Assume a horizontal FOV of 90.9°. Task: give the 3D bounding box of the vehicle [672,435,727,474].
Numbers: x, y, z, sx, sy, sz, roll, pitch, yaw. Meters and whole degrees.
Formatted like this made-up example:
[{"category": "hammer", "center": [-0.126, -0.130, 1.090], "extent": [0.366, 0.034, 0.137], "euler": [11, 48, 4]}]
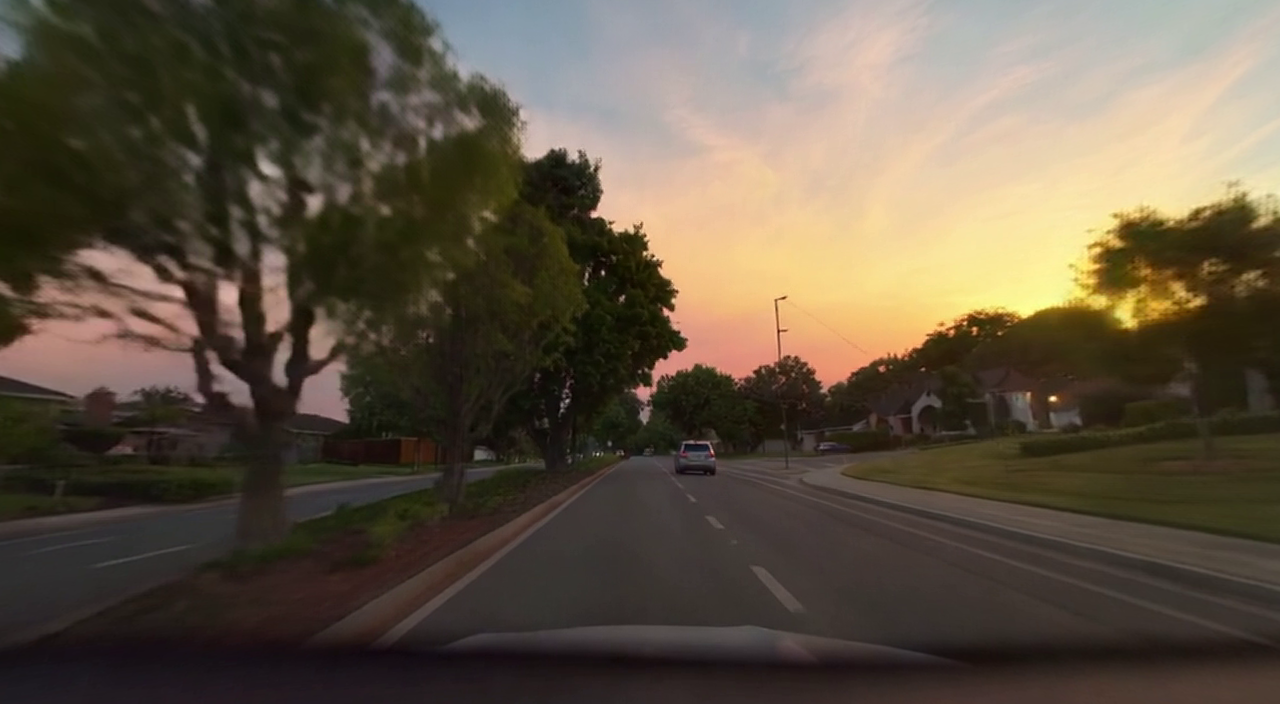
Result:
[{"category": "vehicle", "center": [2.835, 5.040, 31.160], "extent": [2.180, 1.773, 4.639], "euler": [0, -9, -1]}]
